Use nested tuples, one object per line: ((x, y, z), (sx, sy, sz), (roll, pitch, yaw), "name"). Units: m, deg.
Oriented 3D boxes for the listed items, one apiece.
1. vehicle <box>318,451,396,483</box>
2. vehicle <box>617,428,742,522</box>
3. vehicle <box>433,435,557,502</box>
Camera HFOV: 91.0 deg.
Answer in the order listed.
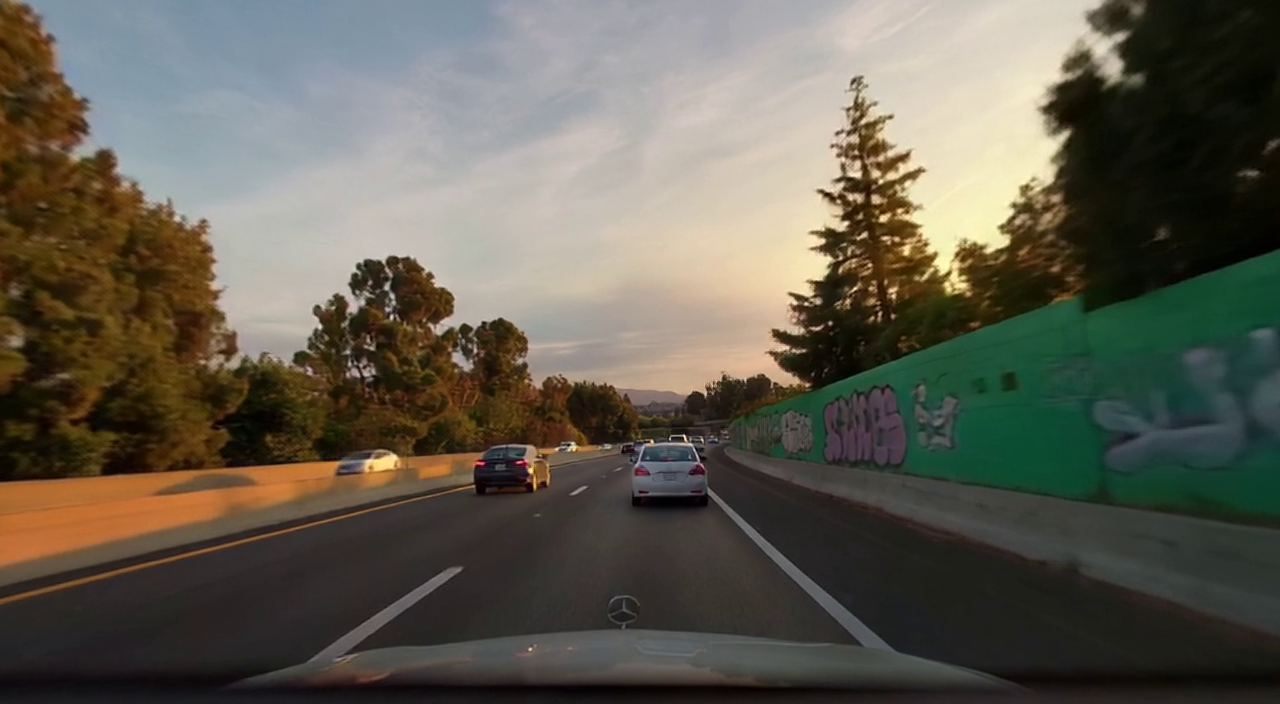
((-14.614, 5.949, 32.814), (1.993, 1.515, 4.243), (0, -8, 2), "vehicle")
((0.686, 2.328, 12.441), (2.077, 1.533, 3.854), (0, -8, 1), "vehicle")
((-3.536, 2.923, 16.268), (2.059, 1.471, 4.152), (0, -8, 2), "vehicle")
